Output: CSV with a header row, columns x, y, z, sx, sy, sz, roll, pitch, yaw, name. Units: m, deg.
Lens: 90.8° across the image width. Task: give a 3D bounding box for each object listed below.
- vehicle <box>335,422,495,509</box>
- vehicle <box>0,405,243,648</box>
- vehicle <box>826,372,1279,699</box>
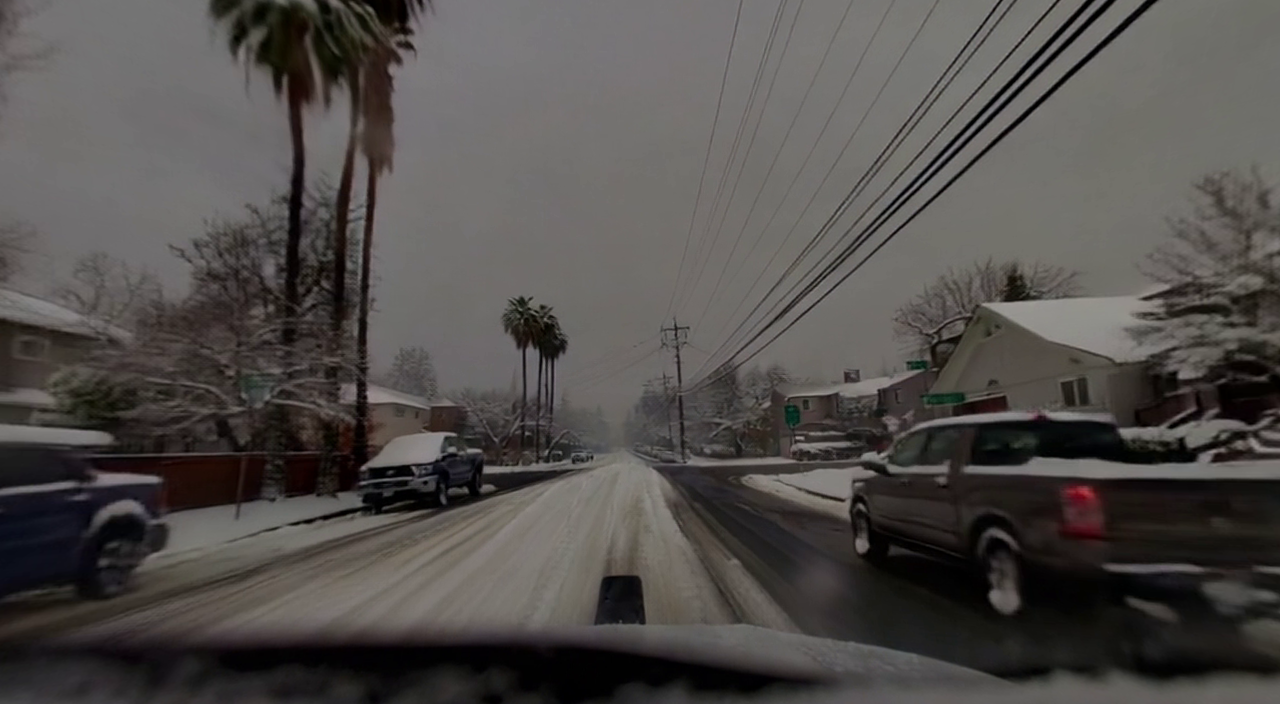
x,y,z,sx,sy,sz,roll,pitch,yaw,name
-6.084,3.177,18.211,2.455,2.045,6.171,0,-9,-2,vehicle
-5.821,1.337,4.976,2.226,1.768,4.780,0,-9,0,vehicle
3.552,1.322,5.769,2.167,1.746,4.541,0,-9,-2,vehicle
